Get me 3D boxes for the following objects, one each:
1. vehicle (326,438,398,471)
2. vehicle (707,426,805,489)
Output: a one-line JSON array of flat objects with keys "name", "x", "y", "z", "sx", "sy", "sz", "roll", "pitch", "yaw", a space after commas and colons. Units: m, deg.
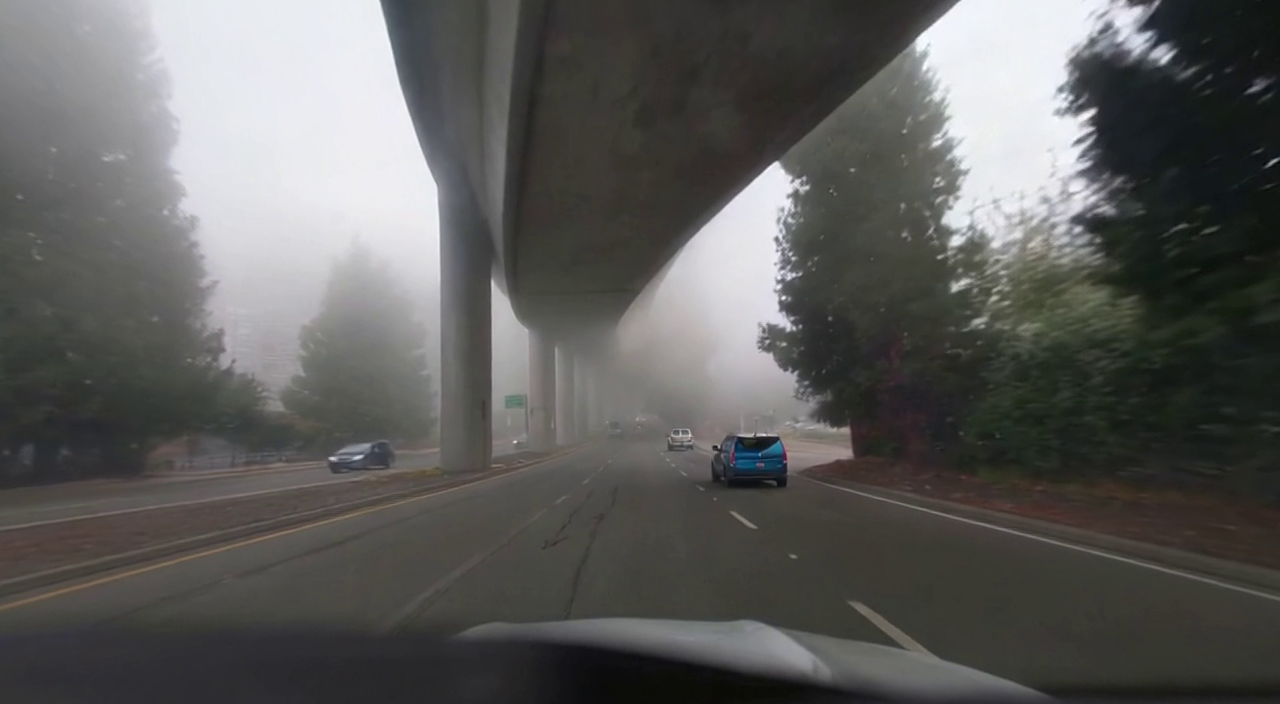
[{"name": "vehicle", "x": -15.799, "y": 5.844, "z": 36.066, "sx": 1.958, "sy": 1.725, "sz": 4.539, "roll": 0, "pitch": -9, "yaw": 1}, {"name": "vehicle", "x": 3.417, "y": 3.228, "z": 19.509, "sx": 2.110, "sy": 1.712, "sz": 4.489, "roll": 0, "pitch": -9, "yaw": 0}]
